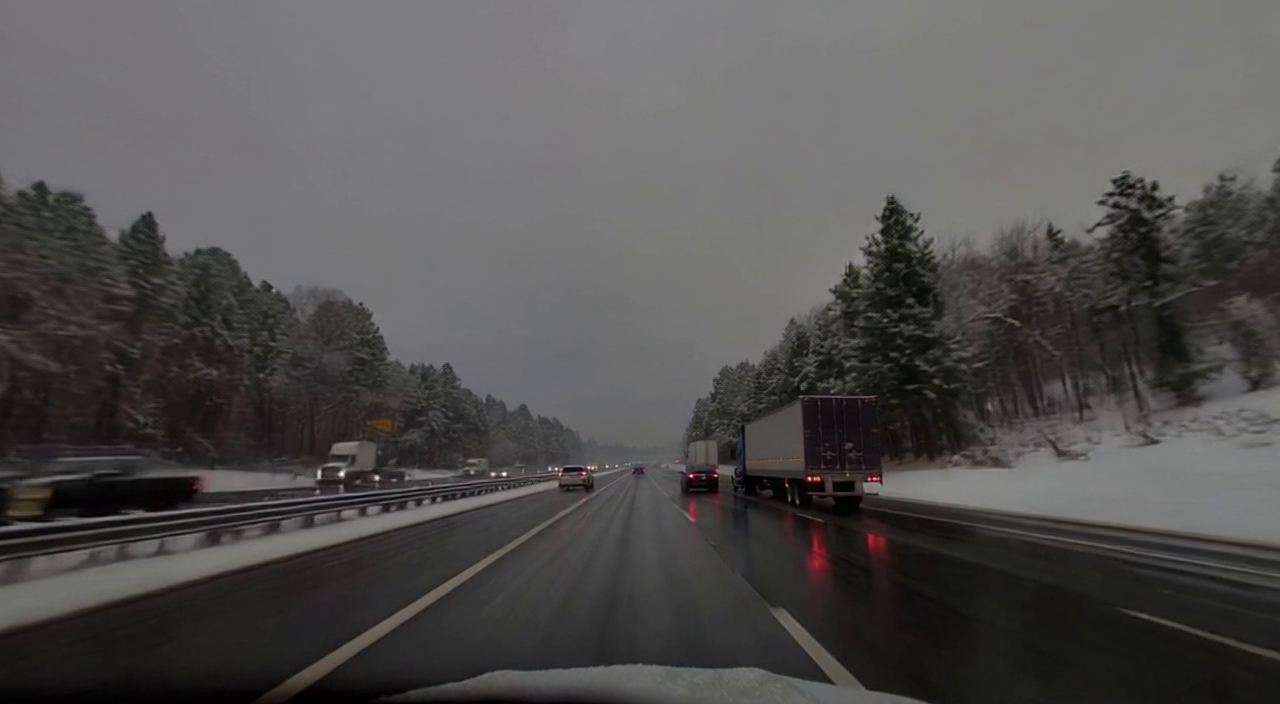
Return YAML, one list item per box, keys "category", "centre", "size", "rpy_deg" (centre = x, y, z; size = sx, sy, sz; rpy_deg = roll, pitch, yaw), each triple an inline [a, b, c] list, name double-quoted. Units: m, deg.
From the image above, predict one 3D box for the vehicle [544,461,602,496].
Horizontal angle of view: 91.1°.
- category: "vehicle"
  centre: [-3.041, 5.903, 29.560]
  size: [2.065, 1.485, 4.682]
  rpy_deg: [1, -10, 2]

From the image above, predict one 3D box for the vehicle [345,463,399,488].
- category: "vehicle"
  centre: [-18.642, 8.575, 43.844]
  size: [1.851, 1.606, 4.187]
  rpy_deg: [1, -10, 0]

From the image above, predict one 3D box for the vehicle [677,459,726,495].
- category: "vehicle"
  centre: [3.159, 6.615, 33.357]
  size: [2.050, 1.708, 4.457]
  rpy_deg: [1, -10, -1]

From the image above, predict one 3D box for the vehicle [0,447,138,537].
- category: "vehicle"
  centre: [-11.540, 2.393, 10.853]
  size: [1.870, 1.474, 4.645]
  rpy_deg: [1, -10, 0]

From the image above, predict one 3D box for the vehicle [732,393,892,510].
- category: "vehicle"
  centre: [7.371, 5.100, 31.045]
  size: [2.861, 4.086, 17.499]
  rpy_deg: [1, -10, 0]
